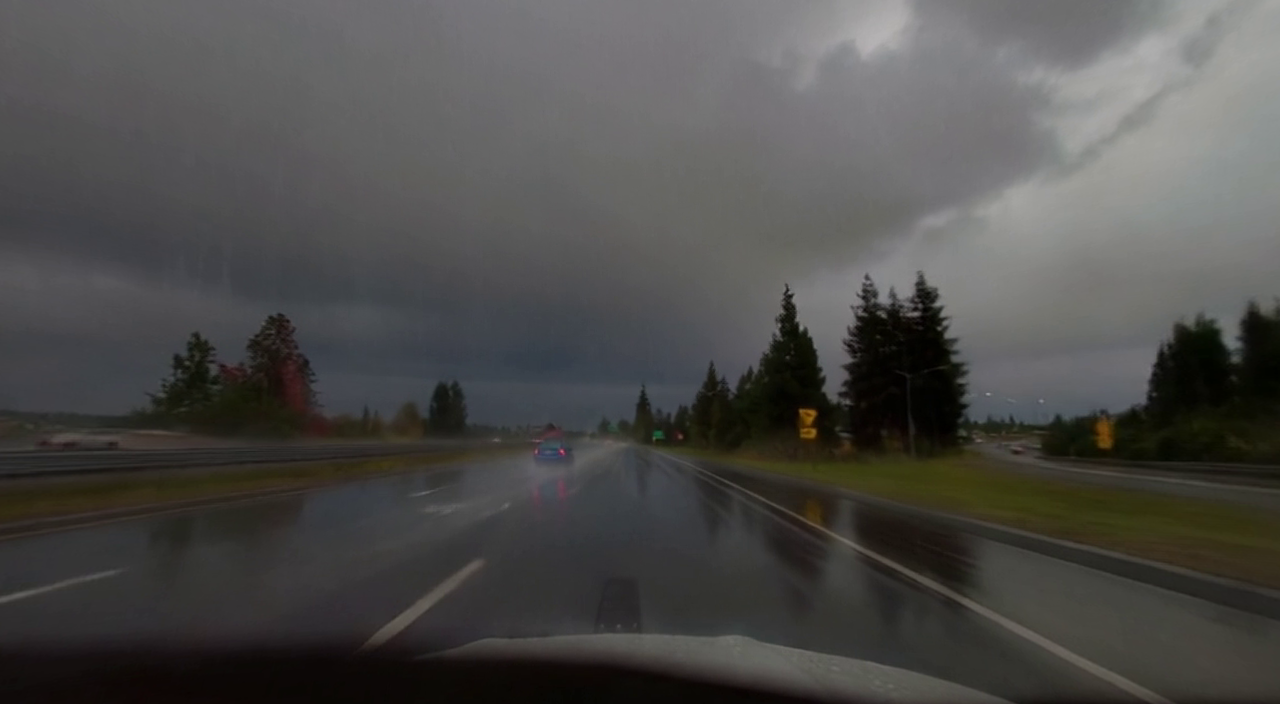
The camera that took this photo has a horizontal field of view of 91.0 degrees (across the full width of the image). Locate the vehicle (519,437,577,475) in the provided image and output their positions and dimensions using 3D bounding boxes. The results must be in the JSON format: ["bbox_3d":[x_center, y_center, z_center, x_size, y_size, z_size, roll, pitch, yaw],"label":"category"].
[{"bbox_3d":[-4.015,4.601,28.119,2.008,1.567,3.959,0,-8,0],"label":"vehicle"}]
